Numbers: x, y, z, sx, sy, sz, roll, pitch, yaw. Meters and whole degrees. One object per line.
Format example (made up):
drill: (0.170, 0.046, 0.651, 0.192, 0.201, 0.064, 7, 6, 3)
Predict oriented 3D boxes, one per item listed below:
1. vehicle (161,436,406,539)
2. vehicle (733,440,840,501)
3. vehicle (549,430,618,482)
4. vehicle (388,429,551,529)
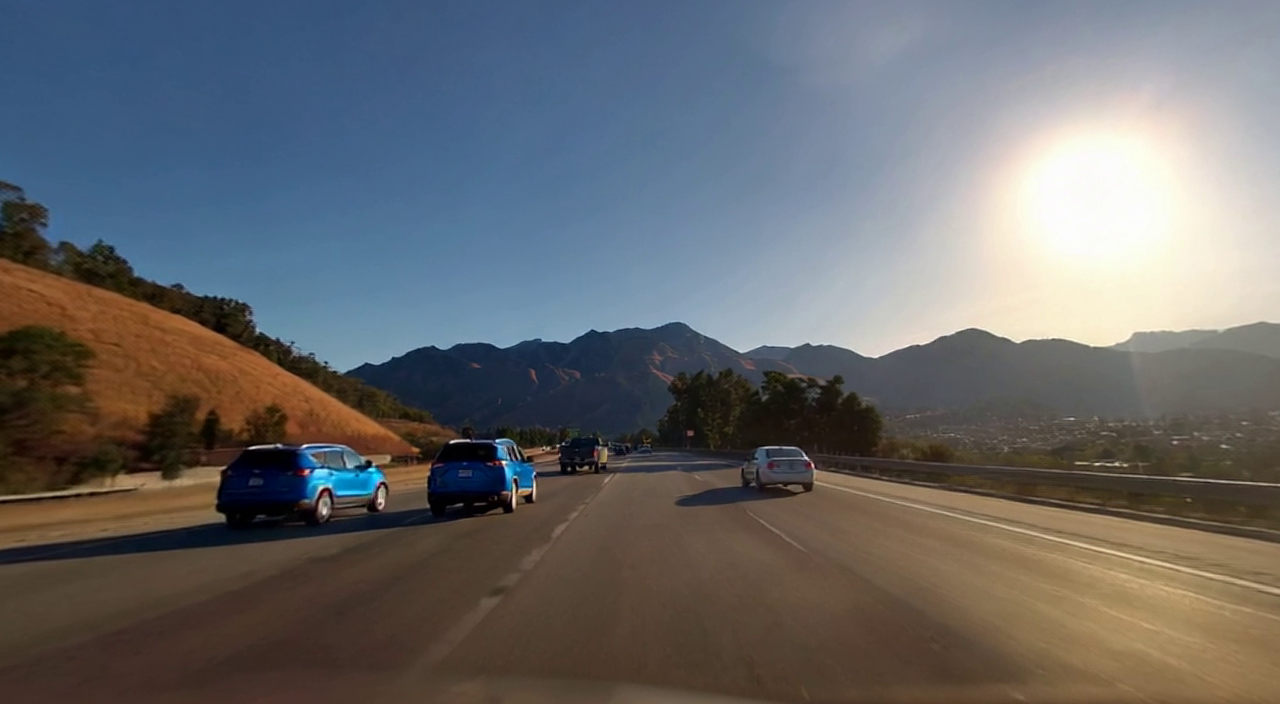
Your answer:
vehicle: (-6.656, 2.534, 12.567, 2.084, 1.639, 4.648, 0, -8, 1)
vehicle: (4.177, 3.435, 18.783, 2.071, 1.570, 4.637, 0, -8, 0)
vehicle: (-2.437, 4.735, 29.052, 2.494, 2.136, 5.539, 0, -8, 2)
vehicle: (-3.264, 2.513, 13.075, 2.080, 1.716, 4.207, 0, -8, 2)
